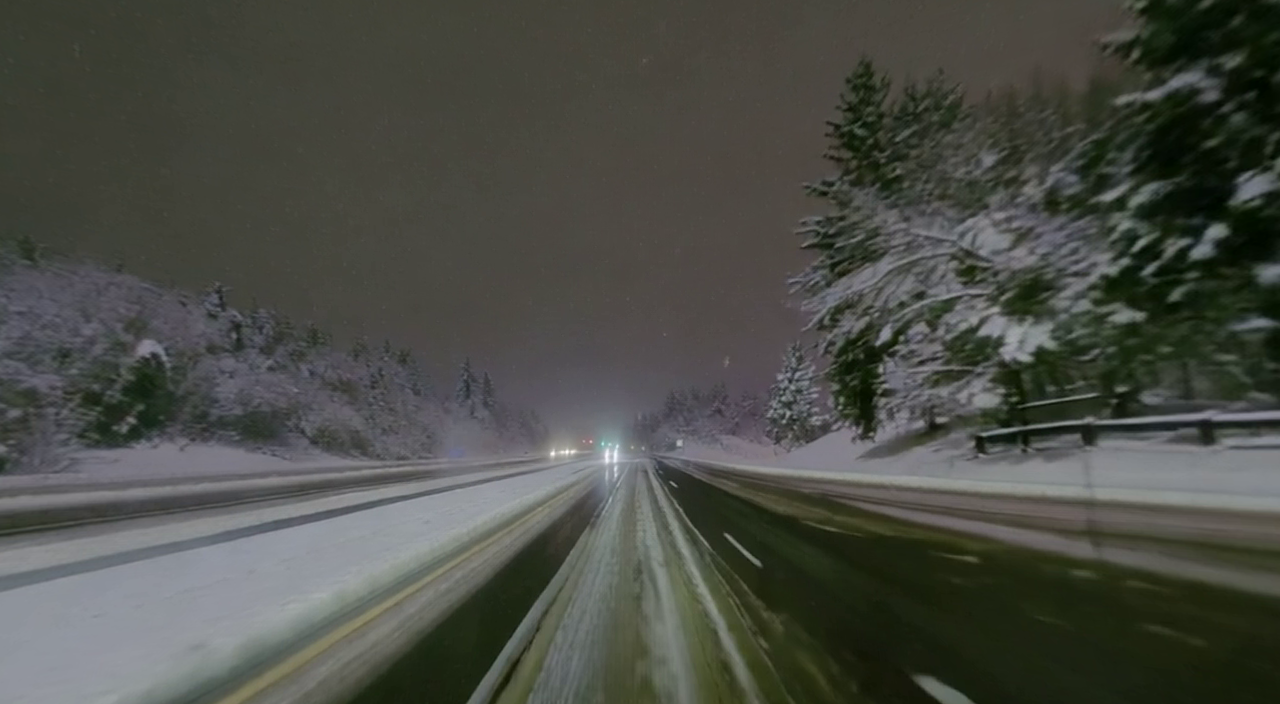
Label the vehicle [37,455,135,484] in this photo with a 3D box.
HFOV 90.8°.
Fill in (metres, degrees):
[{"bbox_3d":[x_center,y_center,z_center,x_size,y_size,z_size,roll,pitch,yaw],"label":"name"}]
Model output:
[{"bbox_3d":[-29.555,6.244,33.821,1.729,1.394,3.877,0,-8,0],"label":"vehicle"}]
